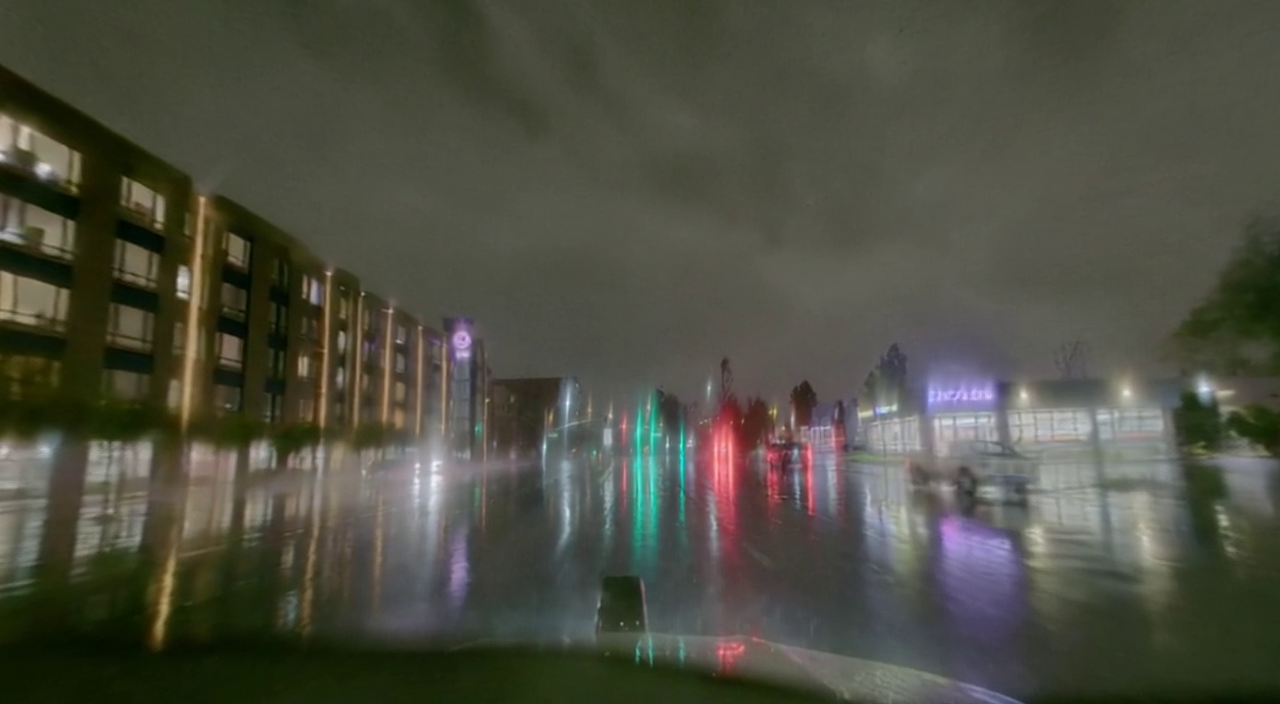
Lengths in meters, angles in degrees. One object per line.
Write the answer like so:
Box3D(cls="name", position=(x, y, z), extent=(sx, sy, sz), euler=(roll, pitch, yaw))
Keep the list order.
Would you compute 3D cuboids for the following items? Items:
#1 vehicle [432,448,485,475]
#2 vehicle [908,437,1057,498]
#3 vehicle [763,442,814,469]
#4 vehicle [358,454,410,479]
Box3D(cls="vehicle", position=(-12.331, 7.442, 43.293), extent=(2.262, 1.732, 4.501), euler=(0, -9, 0))
Box3D(cls="vehicle", position=(10.589, 3.591, 20.054), extent=(2.078, 1.688, 4.557), euler=(1, -9, -2))
Box3D(cls="vehicle", position=(10.150, 7.122, 43.553), extent=(2.183, 1.698, 5.010), euler=(1, -9, -2))
Box3D(cls="vehicle", position=(-19.190, 8.557, 47.523), extent=(2.167, 1.700, 4.406), euler=(-1, -8, -1))
